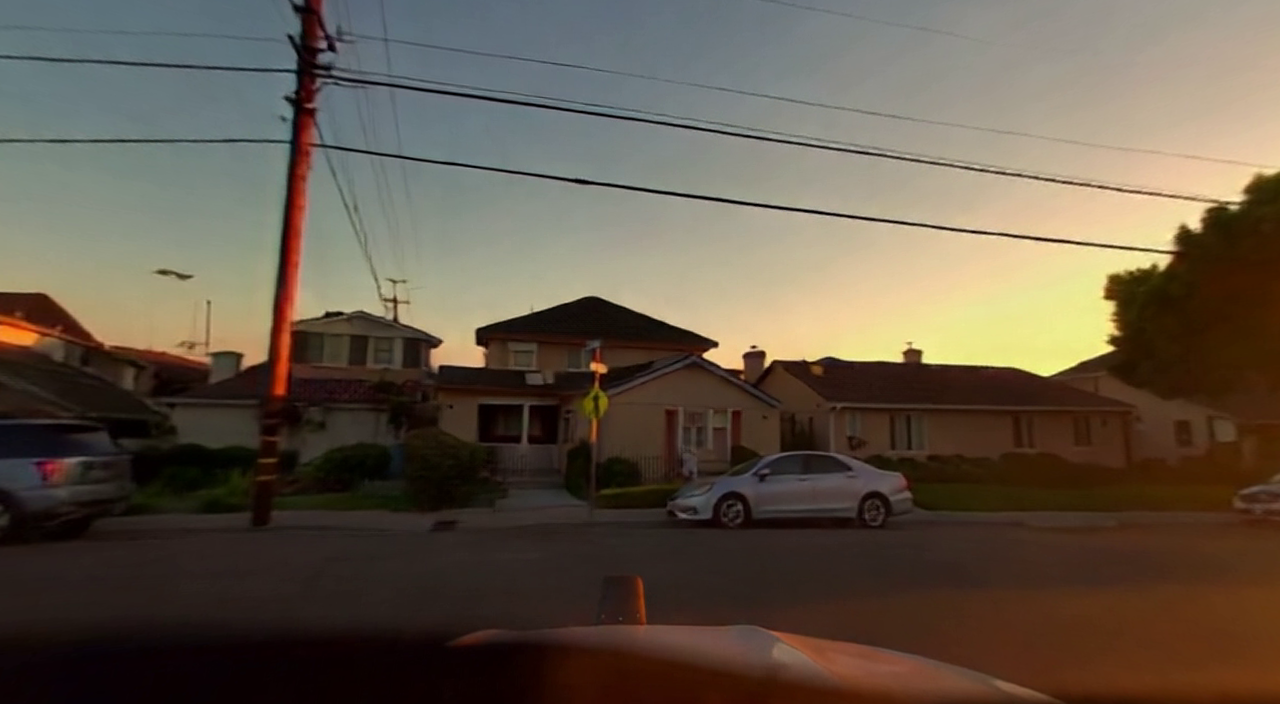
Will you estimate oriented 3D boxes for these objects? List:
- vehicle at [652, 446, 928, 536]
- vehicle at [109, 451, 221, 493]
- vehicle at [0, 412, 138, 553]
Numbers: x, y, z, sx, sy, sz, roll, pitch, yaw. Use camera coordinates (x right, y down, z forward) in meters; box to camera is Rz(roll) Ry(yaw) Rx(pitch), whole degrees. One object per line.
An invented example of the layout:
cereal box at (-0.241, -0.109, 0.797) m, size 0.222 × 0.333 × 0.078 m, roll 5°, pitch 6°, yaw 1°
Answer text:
vehicle at (2.606, 2.446, 11.387) m, size 4.469 × 1.391 × 1.746 m, roll 2°, pitch -11°, yaw -13°
vehicle at (-17.970, 4.530, 24.160) m, size 1.847 × 1.418 × 3.946 m, roll 2°, pitch -10°, yaw -12°
vehicle at (-10.123, 1.714, 8.373) m, size 4.943 × 1.731 × 1.877 m, roll 2°, pitch -10°, yaw -14°
